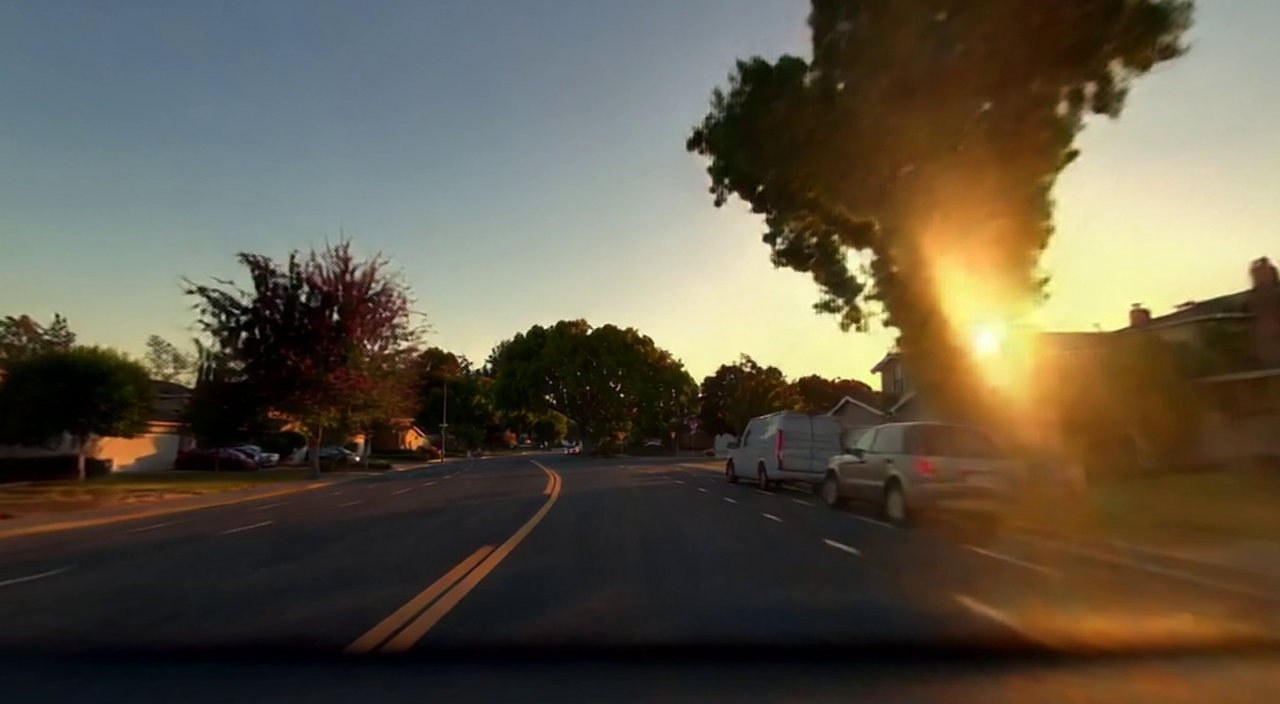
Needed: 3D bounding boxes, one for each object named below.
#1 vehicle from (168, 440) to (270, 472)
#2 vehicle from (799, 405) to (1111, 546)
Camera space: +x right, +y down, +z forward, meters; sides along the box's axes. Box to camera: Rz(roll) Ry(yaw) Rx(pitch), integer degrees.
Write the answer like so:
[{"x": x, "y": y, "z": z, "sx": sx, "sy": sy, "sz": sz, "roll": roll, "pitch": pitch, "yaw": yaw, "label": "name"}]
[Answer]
[{"x": -27.069, "y": 6.683, "z": 40.772, "sx": 4.975, "sy": 1.847, "sz": 2.096, "roll": 1, "pitch": -8, "yaw": -14, "label": "vehicle"}, {"x": 5.584, "y": 2.346, "z": 12.899, "sx": 2.670, "sy": 2.085, "sz": 6.775, "roll": 0, "pitch": -8, "yaw": -2, "label": "vehicle"}]
